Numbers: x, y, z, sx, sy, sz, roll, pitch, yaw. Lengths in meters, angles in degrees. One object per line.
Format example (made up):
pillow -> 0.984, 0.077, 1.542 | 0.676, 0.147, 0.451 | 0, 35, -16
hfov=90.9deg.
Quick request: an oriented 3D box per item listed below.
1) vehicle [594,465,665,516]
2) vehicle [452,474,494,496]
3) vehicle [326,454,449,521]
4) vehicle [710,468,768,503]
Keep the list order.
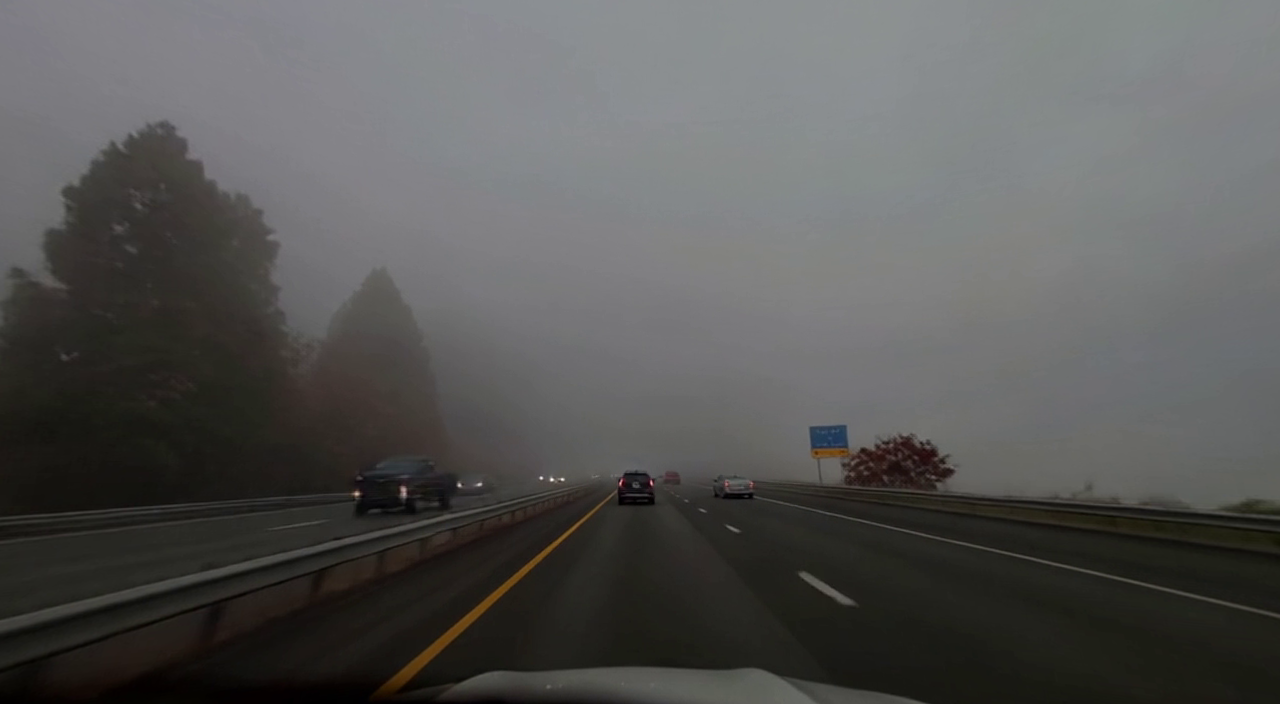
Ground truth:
vehicle -> -0.309, 4.429, 20.470 | 2.060, 1.473, 3.726 | 1, -10, 0
vehicle -> -12.140, 9.703, 46.114 | 1.880, 1.420, 4.212 | 1, -10, 0
vehicle -> -8.620, 4.686, 22.125 | 2.231, 2.036, 4.904 | 1, -10, 0
vehicle -> 4.560, 6.241, 29.695 | 1.974, 1.476, 4.119 | 1, -10, -1
